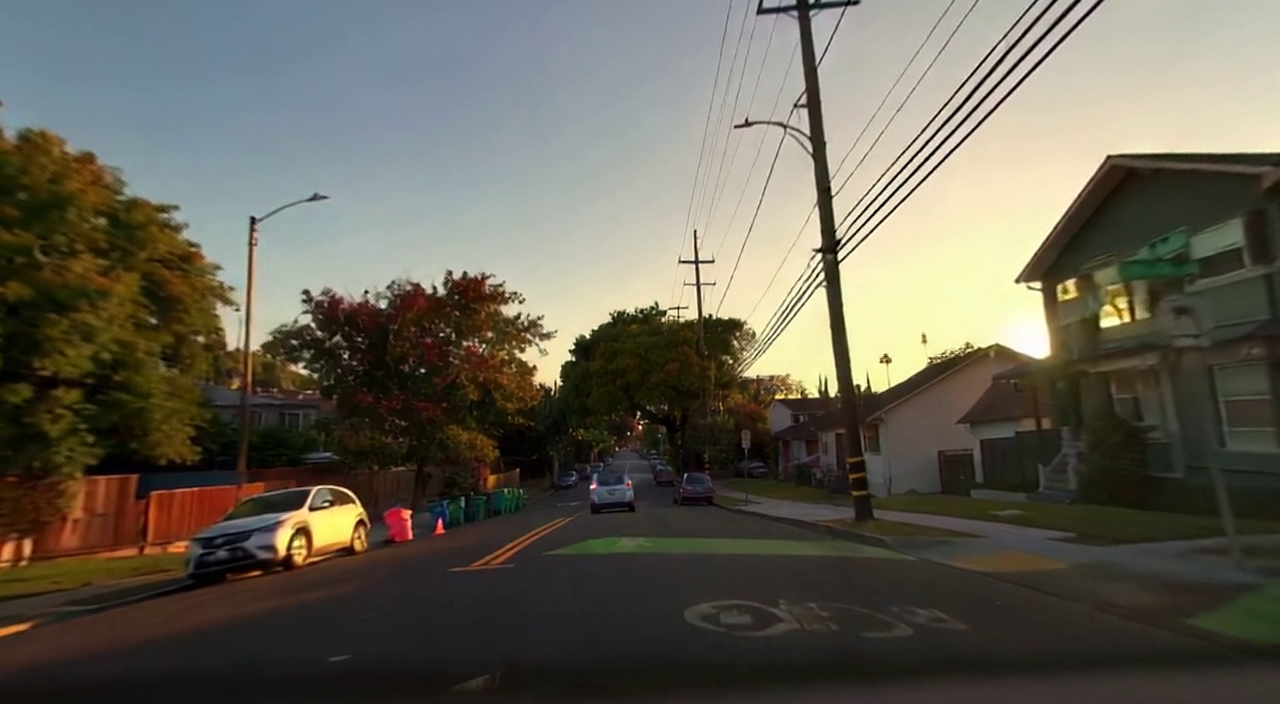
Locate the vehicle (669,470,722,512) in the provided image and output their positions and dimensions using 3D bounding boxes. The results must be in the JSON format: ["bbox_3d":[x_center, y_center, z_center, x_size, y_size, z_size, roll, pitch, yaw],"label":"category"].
[{"bbox_3d":[2.547,6.496,29.904,1.909,1.694,4.472,1,-9,-2],"label":"vehicle"}]

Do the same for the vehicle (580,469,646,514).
[{"bbox_3d":[-0.918,5.251,24.083,2.235,1.500,4.496,-1,-11,1],"label":"vehicle"}]
